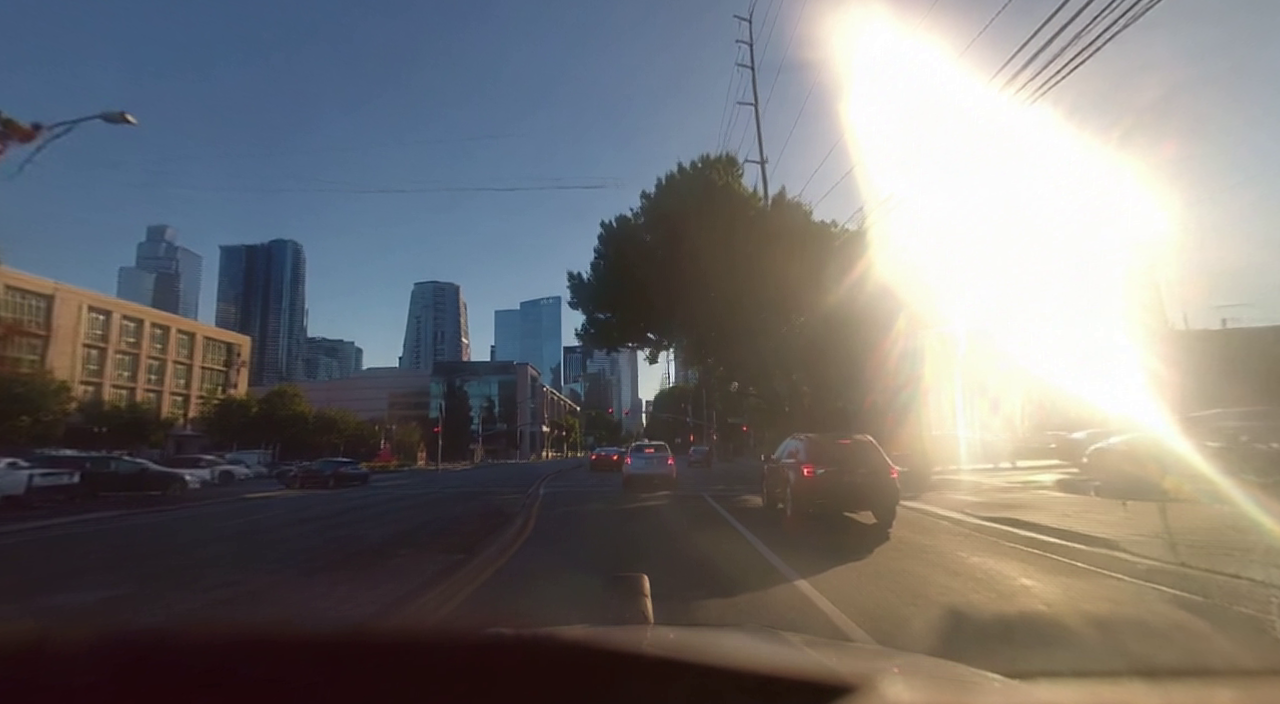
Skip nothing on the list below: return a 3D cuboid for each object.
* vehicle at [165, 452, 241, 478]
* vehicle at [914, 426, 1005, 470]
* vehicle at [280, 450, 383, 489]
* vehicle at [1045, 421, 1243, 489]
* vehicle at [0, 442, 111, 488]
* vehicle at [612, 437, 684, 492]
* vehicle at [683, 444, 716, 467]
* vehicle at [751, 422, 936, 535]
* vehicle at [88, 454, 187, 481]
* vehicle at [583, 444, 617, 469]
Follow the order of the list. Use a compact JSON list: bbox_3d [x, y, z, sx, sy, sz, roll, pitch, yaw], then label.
[{"bbox_3d":[-30.376,7.817,43.985,1.903,1.649,4.654,0,-9,1],"label":"vehicle"},{"bbox_3d":[14.440,4.369,28.818,2.146,1.837,4.512,-1,-9,6],"label":"vehicle"},{"bbox_3d":[-13.642,5.187,27.810,4.290,1.510,2.006,-8,-11,30],"label":"vehicle"},{"bbox_3d":[13.425,2.777,17.227,1.899,1.602,4.297,-1,-9,2],"label":"vehicle"},{"bbox_3d":[-23.485,4.274,24.037,4.739,1.635,2.030,0,-8,1],"label":"vehicle"},{"bbox_3d":[0.268,3.727,21.284,2.200,1.653,4.127,0,-9,1],"label":"vehicle"},{"bbox_3d":[4.171,7.263,44.438,1.880,1.503,4.130,0,-9,-1],"label":"vehicle"},{"bbox_3d":[3.536,2.287,12.014,2.024,1.711,4.512,0,-9,0],"label":"vehicle"},{"bbox_3d":[-30.412,6.993,38.391,1.951,1.459,4.803,-1,-9,2],"label":"vehicle"},{"bbox_3d":[-2.638,6.753,40.952,2.104,1.488,4.546,0,-9,-5],"label":"vehicle"}]
